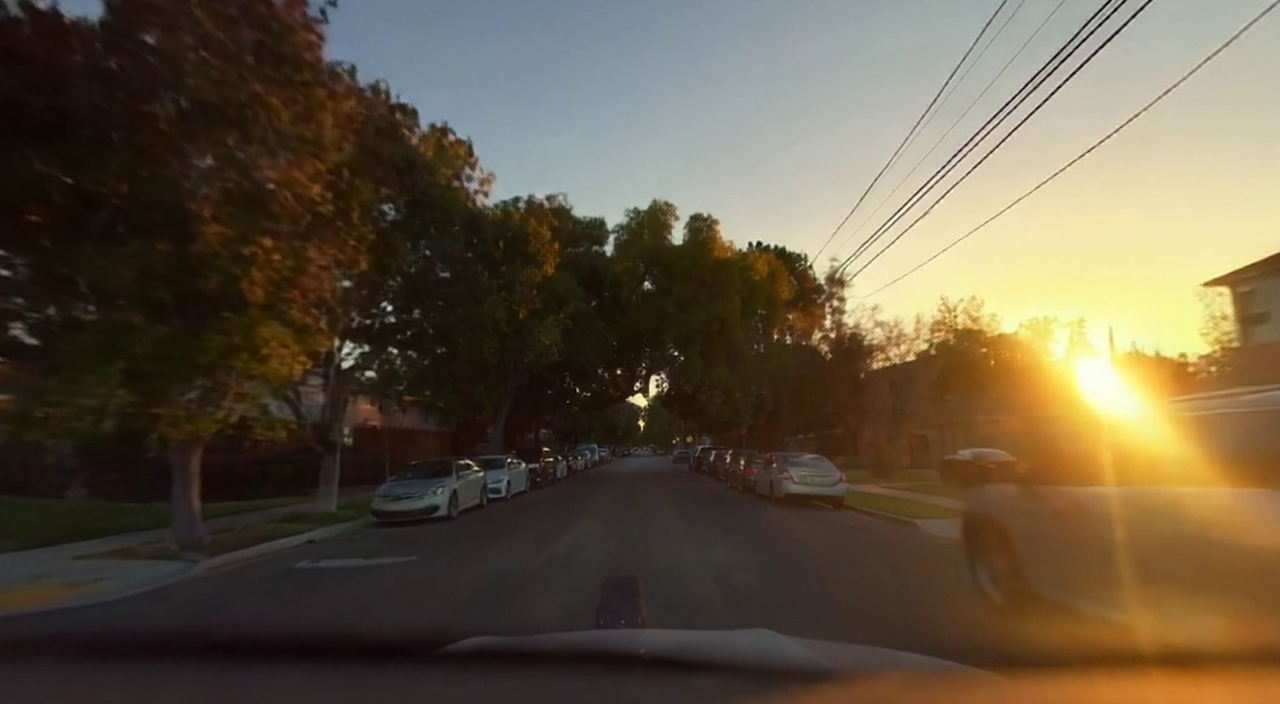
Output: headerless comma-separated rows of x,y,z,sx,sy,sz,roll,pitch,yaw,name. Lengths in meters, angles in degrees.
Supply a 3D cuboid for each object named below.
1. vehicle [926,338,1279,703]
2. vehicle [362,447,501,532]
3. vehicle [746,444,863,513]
4.036,1.027,3.720,2.215,1.897,5.131,0,-9,0,vehicle
-4.502,2.985,14.303,1.870,1.562,4.212,-1,-9,-2,vehicle
4.097,3.219,16.460,1.862,1.525,4.421,0,-9,0,vehicle
